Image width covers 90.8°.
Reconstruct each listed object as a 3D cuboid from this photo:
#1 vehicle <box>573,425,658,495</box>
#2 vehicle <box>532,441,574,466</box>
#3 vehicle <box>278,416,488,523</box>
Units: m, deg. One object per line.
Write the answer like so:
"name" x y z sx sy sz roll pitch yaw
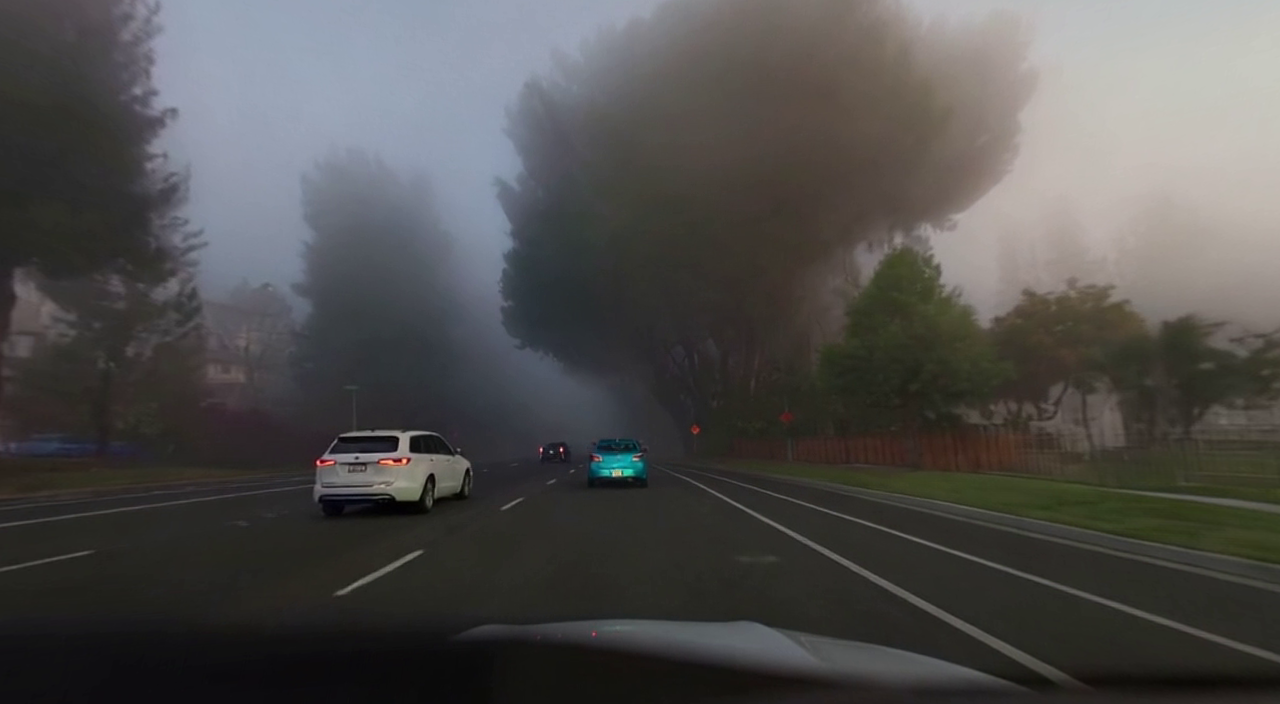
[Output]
"vehicle" -0.643 3.047 18.133 2.131 1.761 4.242 0 -8 -1
"vehicle" -5.424 6.406 40.022 2.014 1.493 4.658 0 -8 0
"vehicle" -4.724 2.250 12.608 2.243 1.722 4.621 0 -8 0
